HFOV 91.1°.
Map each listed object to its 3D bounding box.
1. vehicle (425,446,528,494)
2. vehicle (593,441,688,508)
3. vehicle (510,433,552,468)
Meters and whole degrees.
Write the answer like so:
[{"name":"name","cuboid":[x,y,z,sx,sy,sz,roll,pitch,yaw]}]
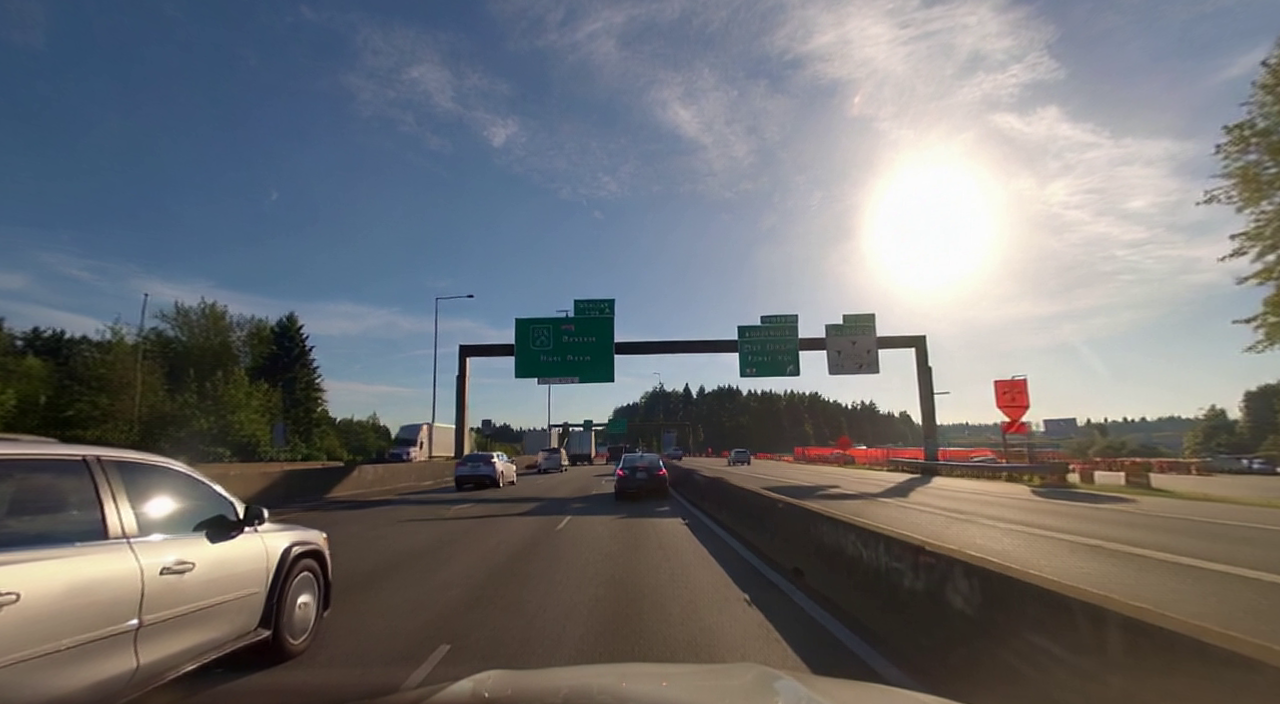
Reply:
[{"name":"vehicle","cuboid":[-5.242,3.819,20.725,2.063,1.417,4.000,-1,-9,4]},{"name":"vehicle","cuboid":[-0.013,2.974,15.621,2.080,1.451,3.512,0,-9,-1]},{"name":"vehicle","cuboid":[-7.593,6.931,44.146,2.204,2.295,4.830,0,-9,-2]}]
